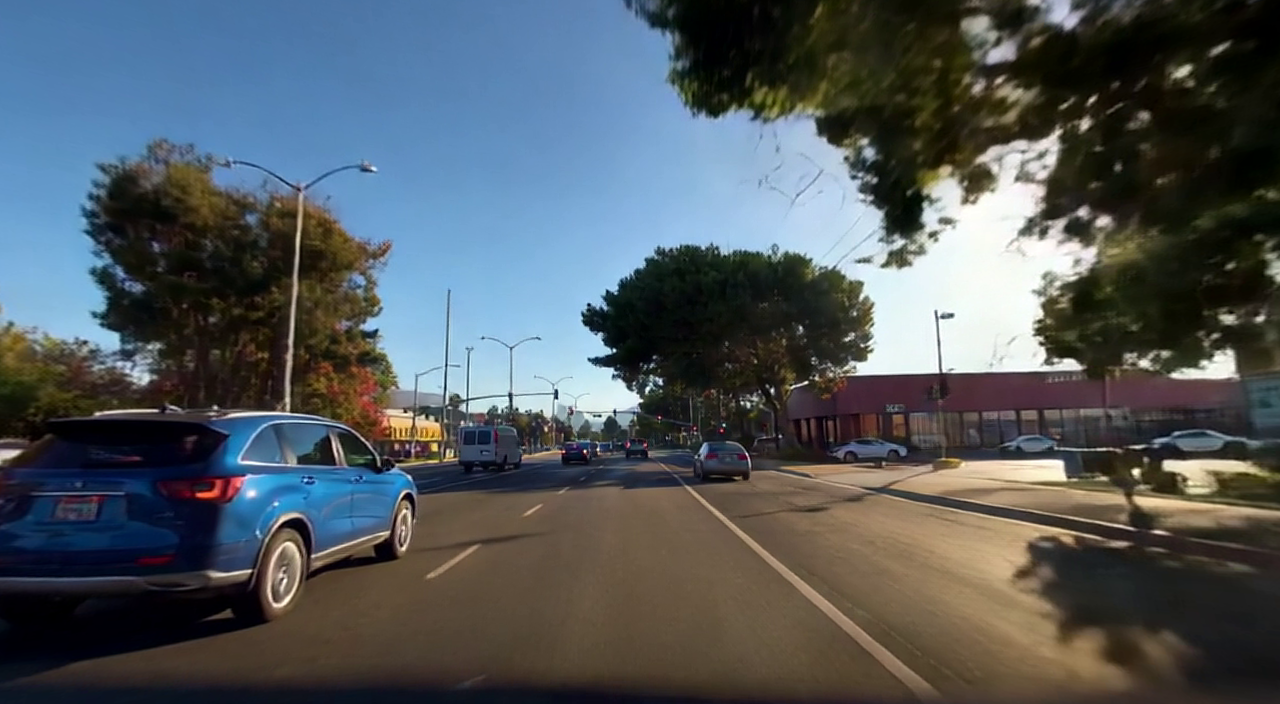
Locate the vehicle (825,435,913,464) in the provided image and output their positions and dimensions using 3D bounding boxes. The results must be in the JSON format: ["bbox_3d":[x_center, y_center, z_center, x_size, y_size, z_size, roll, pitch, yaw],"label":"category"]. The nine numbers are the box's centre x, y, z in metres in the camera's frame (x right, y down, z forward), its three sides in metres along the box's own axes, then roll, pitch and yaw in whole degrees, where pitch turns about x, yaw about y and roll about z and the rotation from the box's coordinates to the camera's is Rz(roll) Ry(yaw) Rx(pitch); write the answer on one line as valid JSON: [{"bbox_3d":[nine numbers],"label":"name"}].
[{"bbox_3d":[14.418,6.176,39.766,4.626,1.562,2.159,-2,-8,-2],"label":"vehicle"}]

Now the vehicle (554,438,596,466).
[{"bbox_3d":[-4.075,6.412,40.445,2.133,1.677,4.727,0,-9,1],"label":"vehicle"}]

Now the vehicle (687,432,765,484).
[{"bbox_3d":[3.161,4.031,24.224,2.167,1.792,4.835,0,-9,-2],"label":"vehicle"}]

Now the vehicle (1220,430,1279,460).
[{"bbox_3d":[33.237,4.866,32.795,1.817,1.503,4.238,0,-9,-1],"label":"vehicle"}]

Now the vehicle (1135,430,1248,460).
[{"bbox_3d":[28.093,4.769,32.256,1.760,1.431,4.343,0,-9,-2],"label":"vehicle"}]

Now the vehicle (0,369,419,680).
[{"bbox_3d":[-3.818,1.285,5.771,2.038,1.748,4.303,0,-9,-1],"label":"vehicle"}]

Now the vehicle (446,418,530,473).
[{"bbox_3d":[-7.743,4.884,32.892,2.863,2.592,6.410,0,-9,-1],"label":"vehicle"}]

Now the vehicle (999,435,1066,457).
[{"bbox_3d":[27.714,6.691,44.638,1.768,1.460,4.677,0,-9,0],"label":"vehicle"}]
